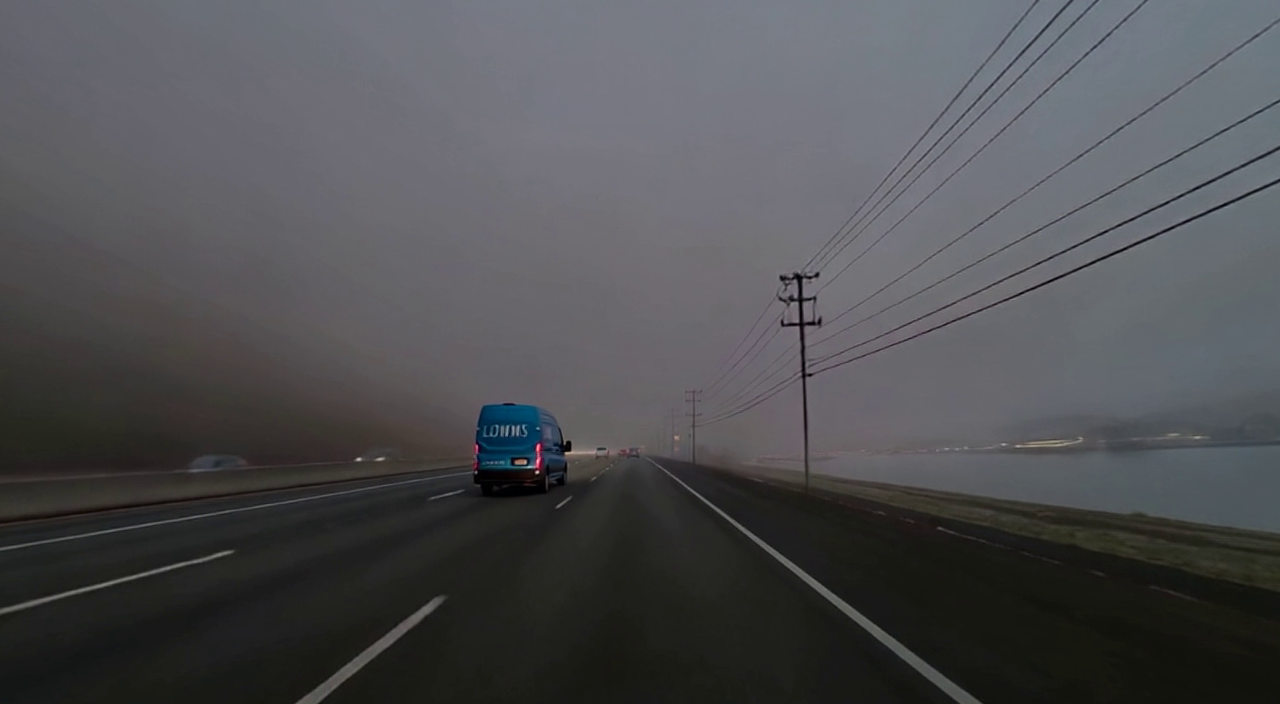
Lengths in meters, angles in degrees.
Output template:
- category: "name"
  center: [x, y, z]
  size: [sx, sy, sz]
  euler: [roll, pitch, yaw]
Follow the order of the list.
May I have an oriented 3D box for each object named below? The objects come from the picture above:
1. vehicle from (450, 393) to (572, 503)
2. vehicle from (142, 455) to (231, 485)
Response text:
- category: "vehicle"
  center: [-3.634, 2.921, 19.413]
  size: [2.331, 2.757, 6.581]
  euler: [-1, -9, 0]
- category: "vehicle"
  center: [-28.007, 7.259, 39.230]
  size: [1.936, 1.615, 4.824]
  euler: [-1, -9, 0]
